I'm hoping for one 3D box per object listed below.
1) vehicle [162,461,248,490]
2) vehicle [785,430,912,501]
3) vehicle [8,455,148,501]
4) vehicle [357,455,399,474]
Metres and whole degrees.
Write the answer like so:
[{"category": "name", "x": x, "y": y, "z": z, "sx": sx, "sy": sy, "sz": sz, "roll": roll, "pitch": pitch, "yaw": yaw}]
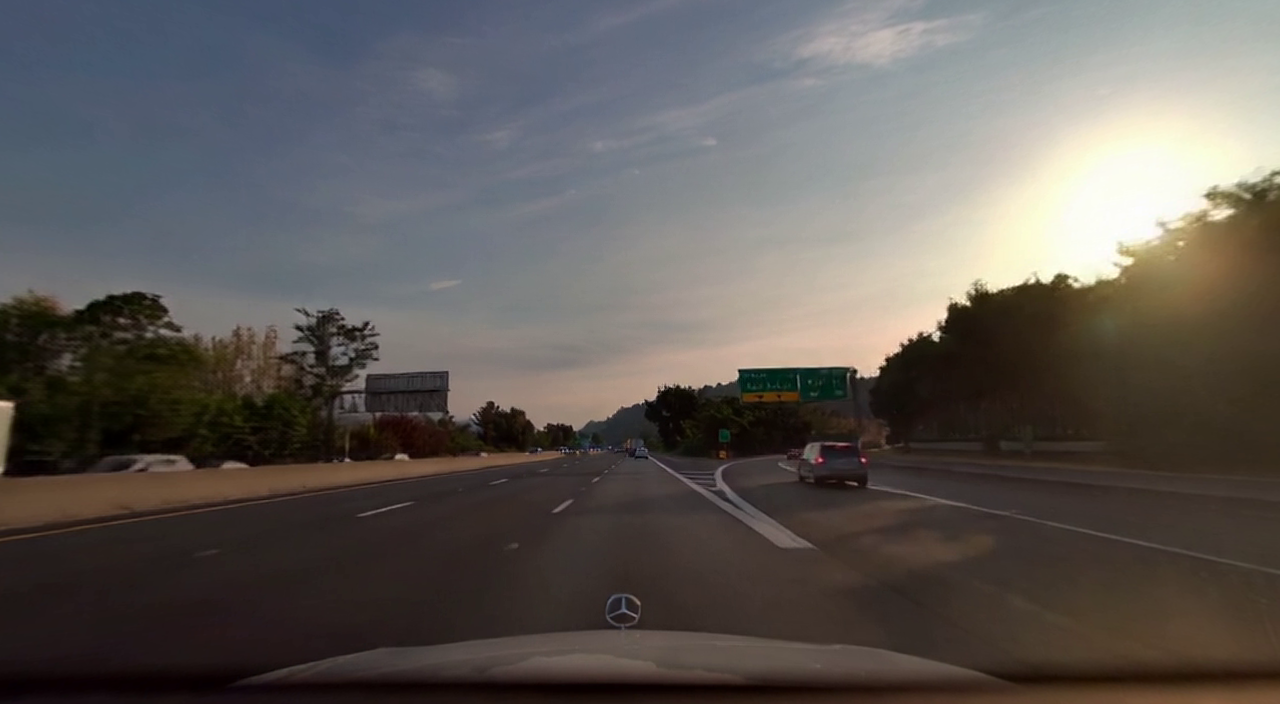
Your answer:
[{"category": "vehicle", "x": -24.564, "y": 6.977, "z": 35.853, "sx": 1.752, "sy": 1.441, "sz": 4.500, "roll": 0, "pitch": -9, "yaw": -1}, {"category": "vehicle", "x": 5.574, "y": 3.106, "z": 17.629, "sx": 2.096, "sy": 1.712, "sz": 4.697, "roll": 0, "pitch": -9, "yaw": 2}, {"category": "vehicle", "x": -19.547, "y": 4.373, "z": 22.164, "sx": 1.673, "sy": 1.426, "sz": 3.456, "roll": 0, "pitch": -9, "yaw": 0}, {"category": "vehicle", "x": -20.669, "y": 8.857, "z": 49.924, "sx": 1.757, "sy": 1.418, "sz": 3.518, "roll": 0, "pitch": -9, "yaw": 0}]
